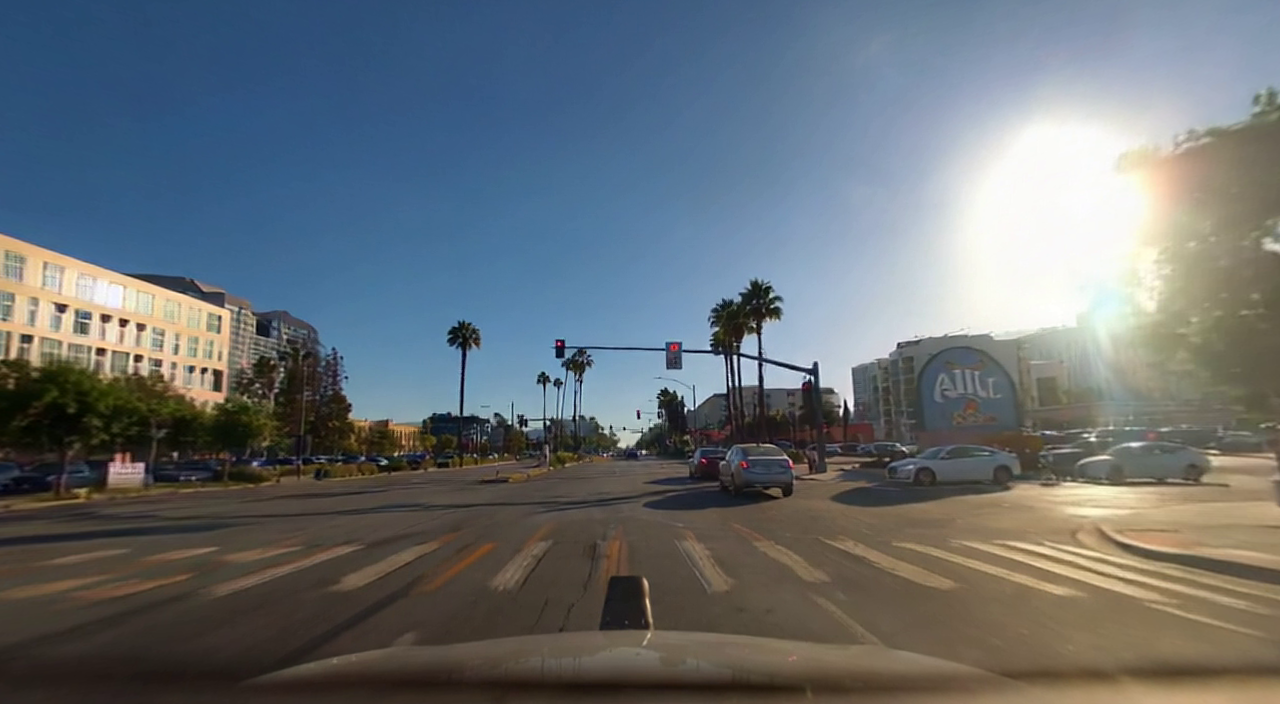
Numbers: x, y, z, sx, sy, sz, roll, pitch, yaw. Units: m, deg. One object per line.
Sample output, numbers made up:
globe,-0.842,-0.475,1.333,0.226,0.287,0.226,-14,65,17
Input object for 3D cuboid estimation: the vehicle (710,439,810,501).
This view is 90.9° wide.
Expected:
vehicle,3.247,3.280,17.937,1.931,1.534,4.126,0,-8,-1

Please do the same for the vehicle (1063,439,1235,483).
vehicle,18.379,3.938,22.940,4.462,1.474,2.083,0,-8,-1

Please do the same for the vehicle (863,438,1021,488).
vehicle,10.562,3.893,22.325,4.448,1.640,2.160,0,-8,-1
